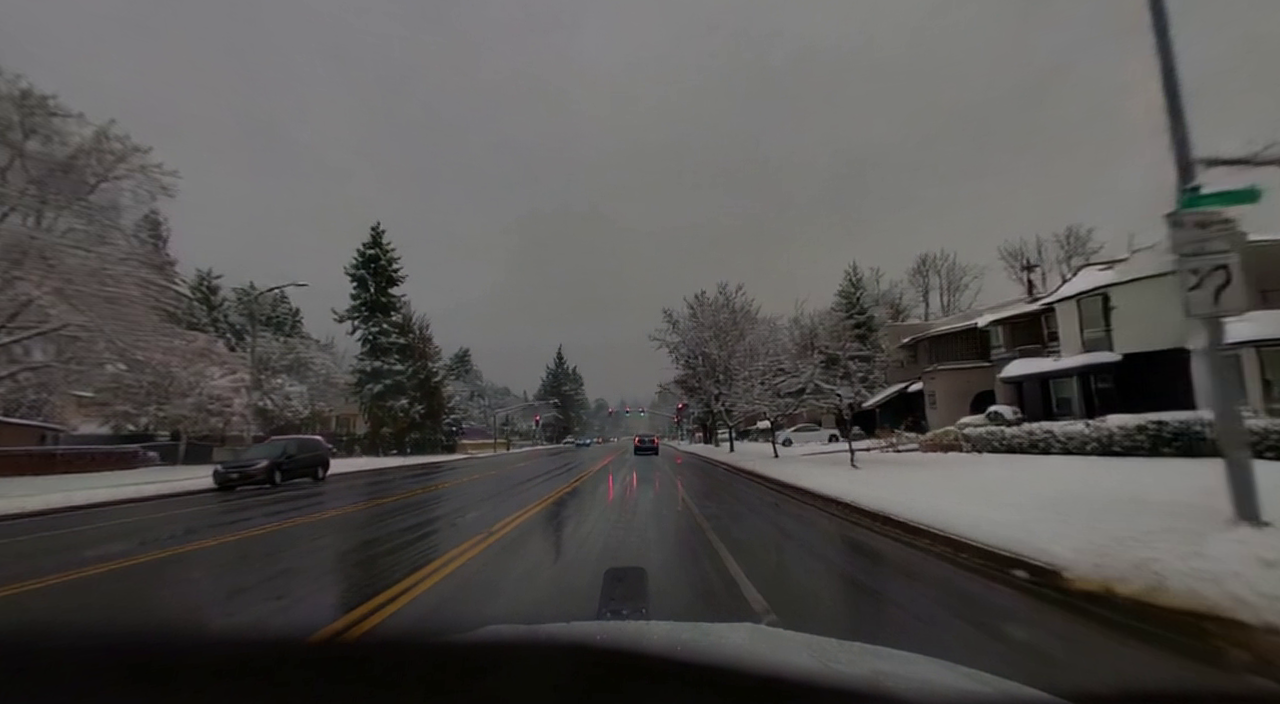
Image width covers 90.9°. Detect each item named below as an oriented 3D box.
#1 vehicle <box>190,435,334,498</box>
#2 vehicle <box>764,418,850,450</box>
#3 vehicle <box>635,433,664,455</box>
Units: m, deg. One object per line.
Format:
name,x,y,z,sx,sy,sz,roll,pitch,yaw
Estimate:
vehicle,-14.134,4.227,24.081,2.337,1.850,5.448,-4,-6,-2
vehicle,10.372,5.115,39.354,4.746,1.485,1.916,-6,-8,0
vehicle,0.712,6.933,47.318,2.088,1.607,3.903,0,-9,1
